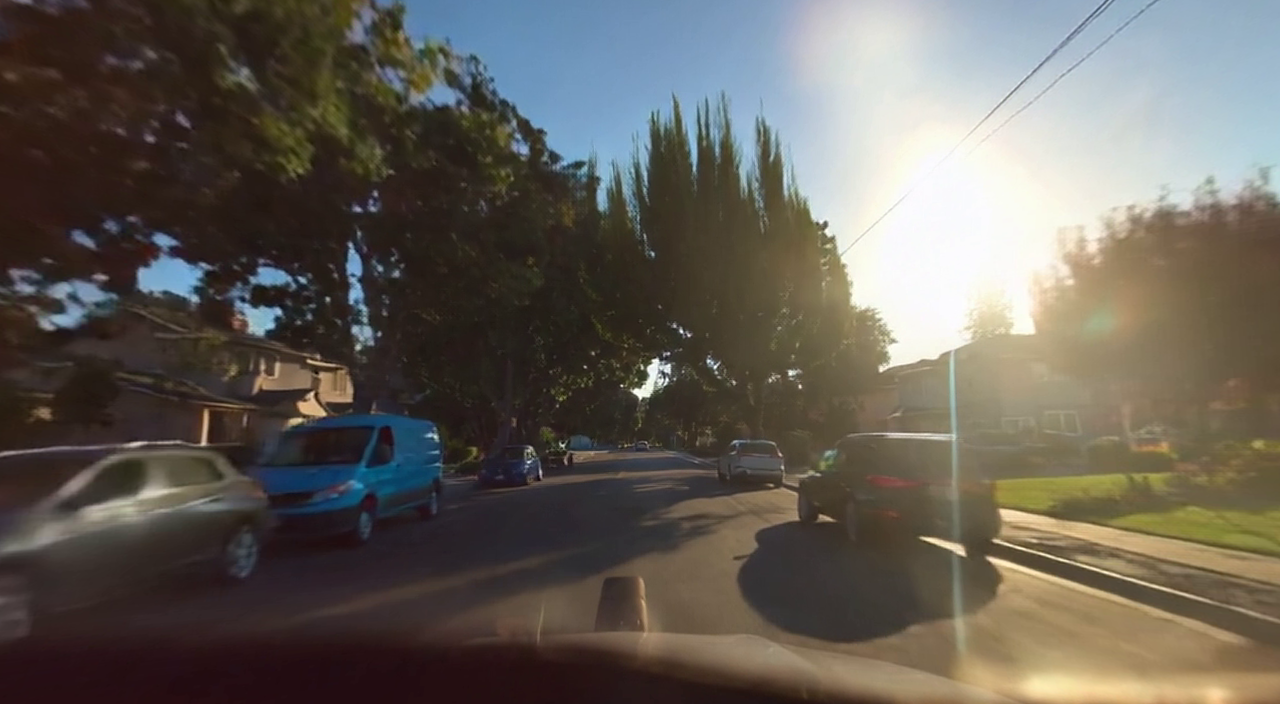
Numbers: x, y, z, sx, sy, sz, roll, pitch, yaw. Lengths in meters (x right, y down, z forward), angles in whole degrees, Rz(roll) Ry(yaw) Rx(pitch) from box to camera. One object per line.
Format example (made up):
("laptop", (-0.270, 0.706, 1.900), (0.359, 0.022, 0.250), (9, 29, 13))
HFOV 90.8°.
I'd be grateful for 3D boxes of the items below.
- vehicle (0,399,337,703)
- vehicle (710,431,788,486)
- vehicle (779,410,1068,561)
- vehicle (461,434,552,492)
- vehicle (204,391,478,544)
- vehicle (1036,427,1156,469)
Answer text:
("vehicle", (-4.523, 1.310, 4.752), (2.116, 1.659, 4.832), (-3, -7, 0))
("vehicle", (3.890, 3.900, 23.457), (2.173, 1.806, 4.701), (0, -8, 1))
("vehicle", (4.095, 2.058, 10.664), (2.152, 1.810, 5.846), (1, -8, 0))
("vehicle", (-4.372, 3.714, 21.432), (2.157, 1.736, 4.104), (-1, -8, 1))
("vehicle", (-4.646, 1.884, 11.163), (2.087, 1.993, 5.635), (0, -7, 0))
("vehicle", (19.262, 4.084, 26.961), (2.086, 1.658, 4.154), (0, -9, 2))
